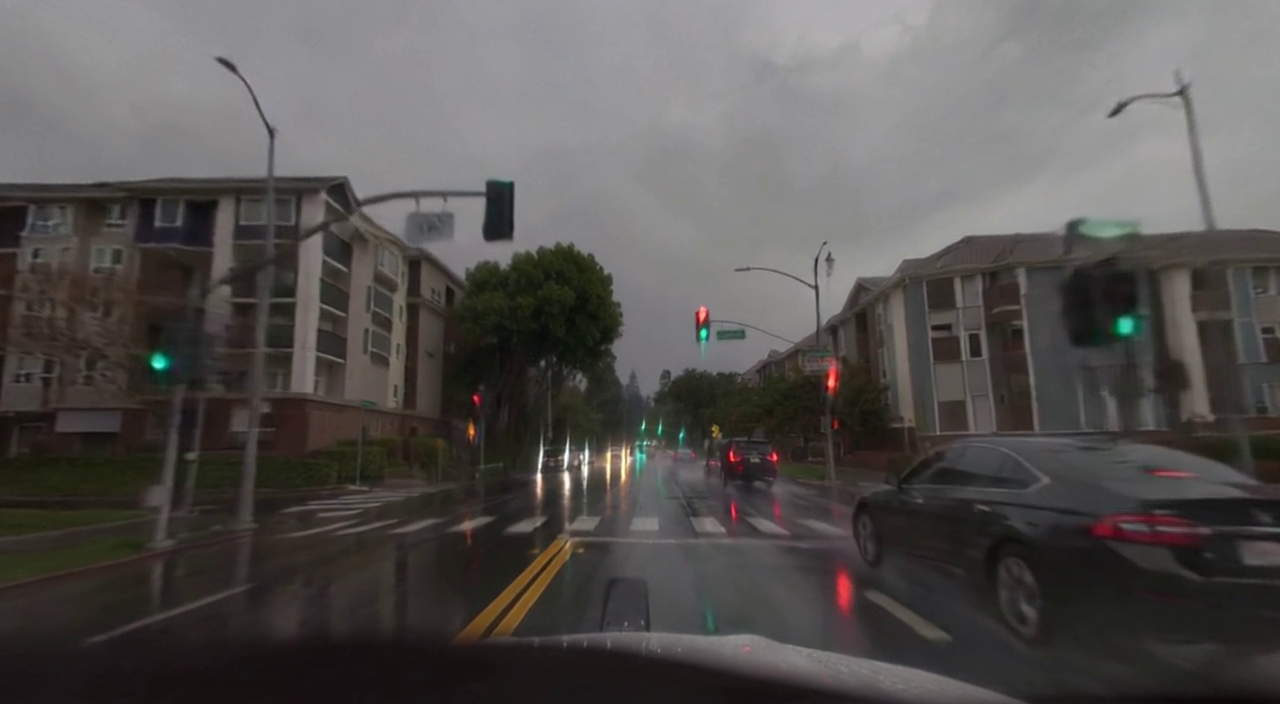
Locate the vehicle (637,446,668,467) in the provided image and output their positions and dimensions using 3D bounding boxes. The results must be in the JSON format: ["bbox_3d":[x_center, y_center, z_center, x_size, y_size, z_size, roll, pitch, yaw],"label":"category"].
[{"bbox_3d":[0.831,7.510,45.474,2.097,1.463,4.043,0,-9,0],"label":"vehicle"}]

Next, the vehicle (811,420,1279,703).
[{"bbox_3d":[3.262,1.464,5.712,2.078,1.488,4.741,0,-9,0],"label":"vehicle"}]

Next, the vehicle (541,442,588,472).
[{"bbox_3d":[-5.099,7.188,43.439,2.350,1.929,5.772,0,-9,2],"label":"vehicle"}]

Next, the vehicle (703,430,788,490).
[{"bbox_3d":[3.535,3.722,22.080,2.199,1.872,4.513,0,-9,0],"label":"vehicle"}]
